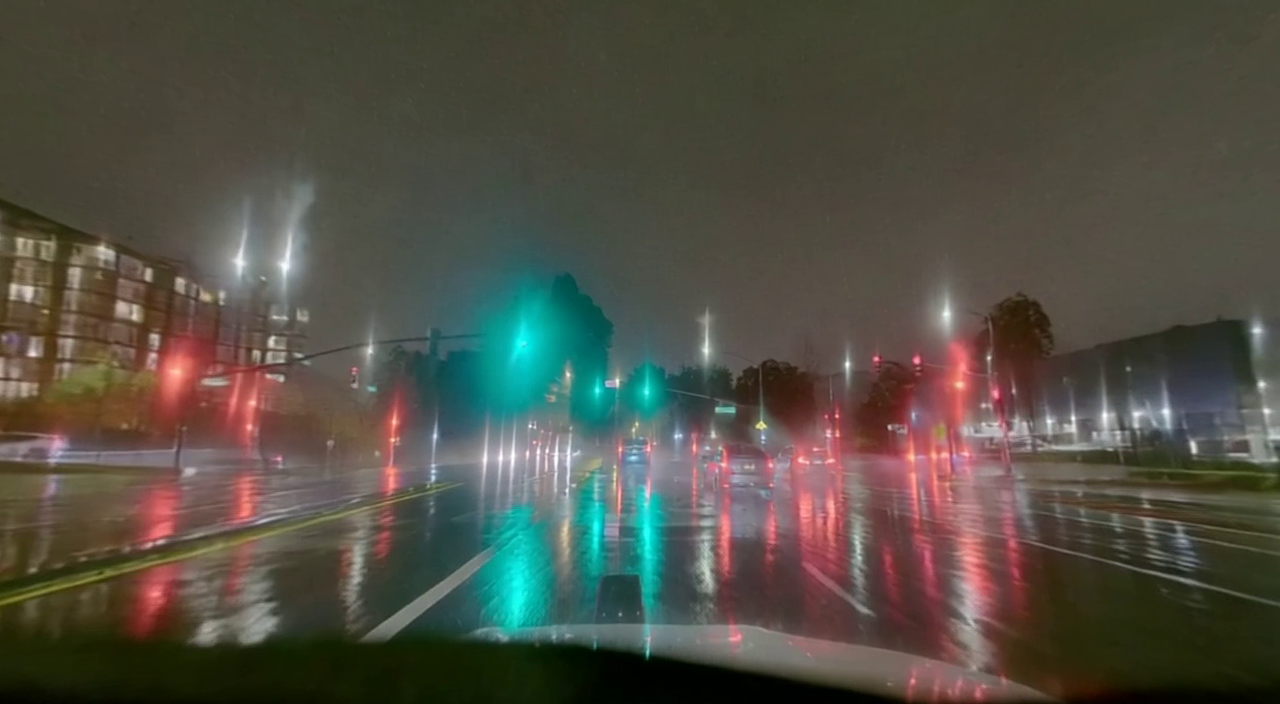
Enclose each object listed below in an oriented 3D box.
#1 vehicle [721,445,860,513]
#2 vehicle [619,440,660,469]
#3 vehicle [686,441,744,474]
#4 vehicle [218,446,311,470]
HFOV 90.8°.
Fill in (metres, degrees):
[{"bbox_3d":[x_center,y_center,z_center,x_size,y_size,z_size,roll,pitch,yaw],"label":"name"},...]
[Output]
[{"bbox_3d":[3.283,2.861,14.824,2.080,1.321,4.382,0,-8,-2],"label":"vehicle"},{"bbox_3d":[-0.043,5.634,34.895,2.143,1.480,4.006,0,-8,-1],"label":"vehicle"},{"bbox_3d":[3.632,5.177,31.380,2.226,1.490,4.593,0,-8,-1],"label":"vehicle"},{"bbox_3d":[-24.345,6.855,41.053,4.751,1.501,2.147,-1,-9,5],"label":"vehicle"}]
